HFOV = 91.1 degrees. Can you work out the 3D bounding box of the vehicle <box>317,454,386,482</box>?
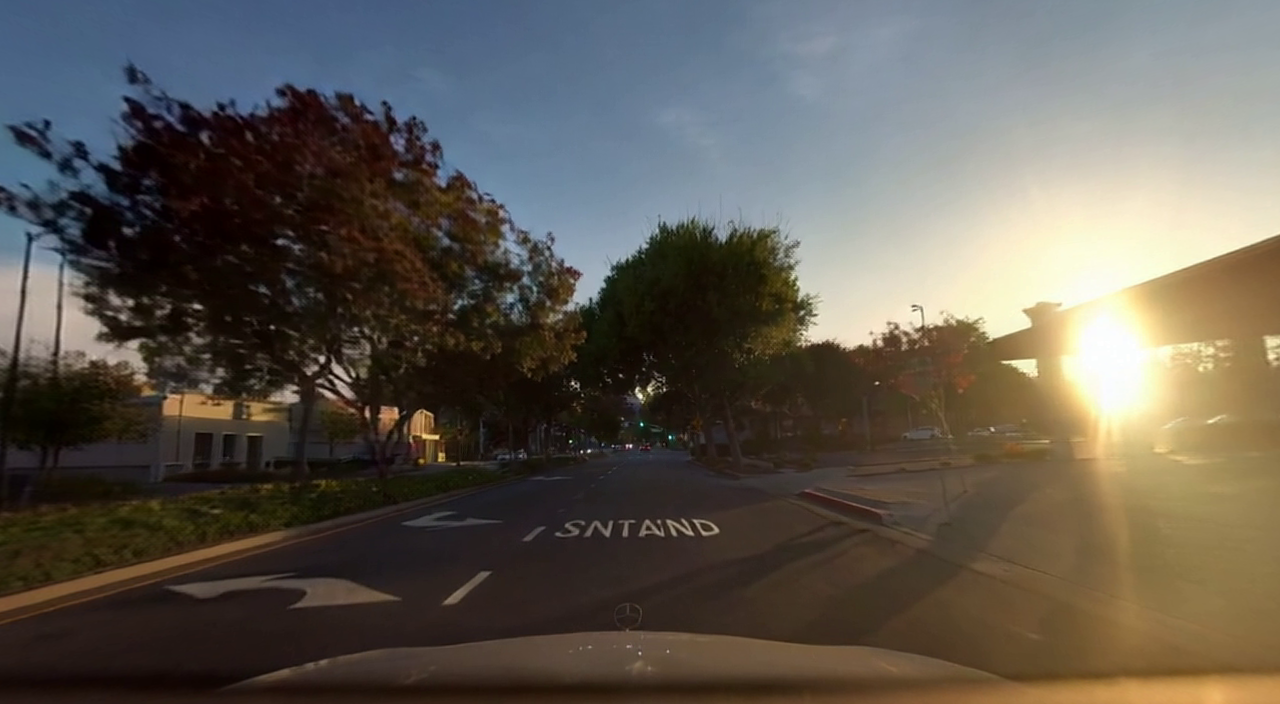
[{"bbox_3d":[-17.394,6.987,38.084,1.861,1.541,4.530,0,-9,3],"label":"vehicle"}]
